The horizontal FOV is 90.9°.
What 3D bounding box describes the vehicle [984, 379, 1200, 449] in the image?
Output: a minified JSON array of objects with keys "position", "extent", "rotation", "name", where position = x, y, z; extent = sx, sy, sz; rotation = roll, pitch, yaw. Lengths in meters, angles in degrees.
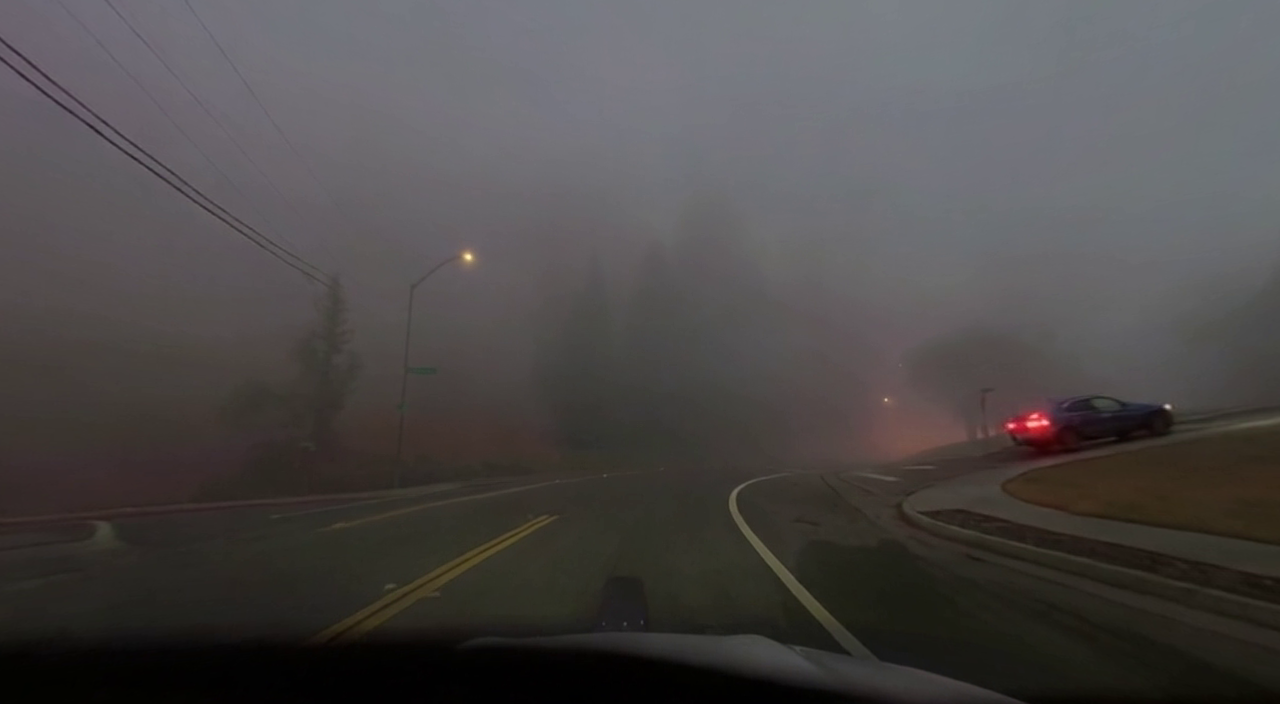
[{"position":[13.529,1.924,19.121],"extent":[4.810,1.732,2.176],"rotation":[-3,-9,-3],"name":"vehicle"}]
